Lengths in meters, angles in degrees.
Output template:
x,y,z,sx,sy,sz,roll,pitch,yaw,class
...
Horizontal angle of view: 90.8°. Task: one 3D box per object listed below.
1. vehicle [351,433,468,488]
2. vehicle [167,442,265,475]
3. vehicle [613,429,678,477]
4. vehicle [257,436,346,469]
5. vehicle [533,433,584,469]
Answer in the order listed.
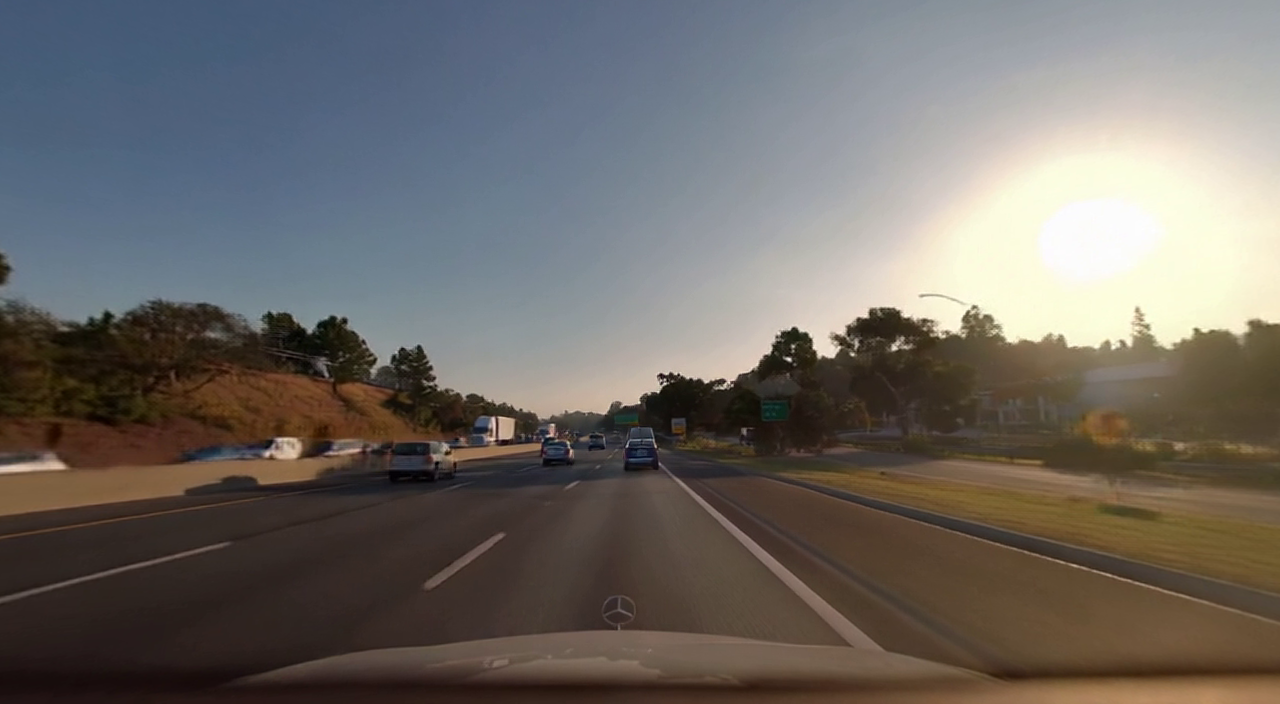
x,y,z,sx,sy,sz,roll,pitch,yaw,class
-7.589,3.620,21.397,2.195,1.652,4.733,0,-8,0,vehicle
-21.720,5.461,32.637,1.958,1.592,4.509,0,-8,-1,vehicle
0.185,4.005,25.244,2.378,1.750,4.355,0,-8,-1,vehicle
-17.325,5.178,32.664,2.019,1.594,4.622,0,-8,1,vehicle
-4.168,5.146,33.044,2.044,1.717,4.421,0,-8,0,vehicle
